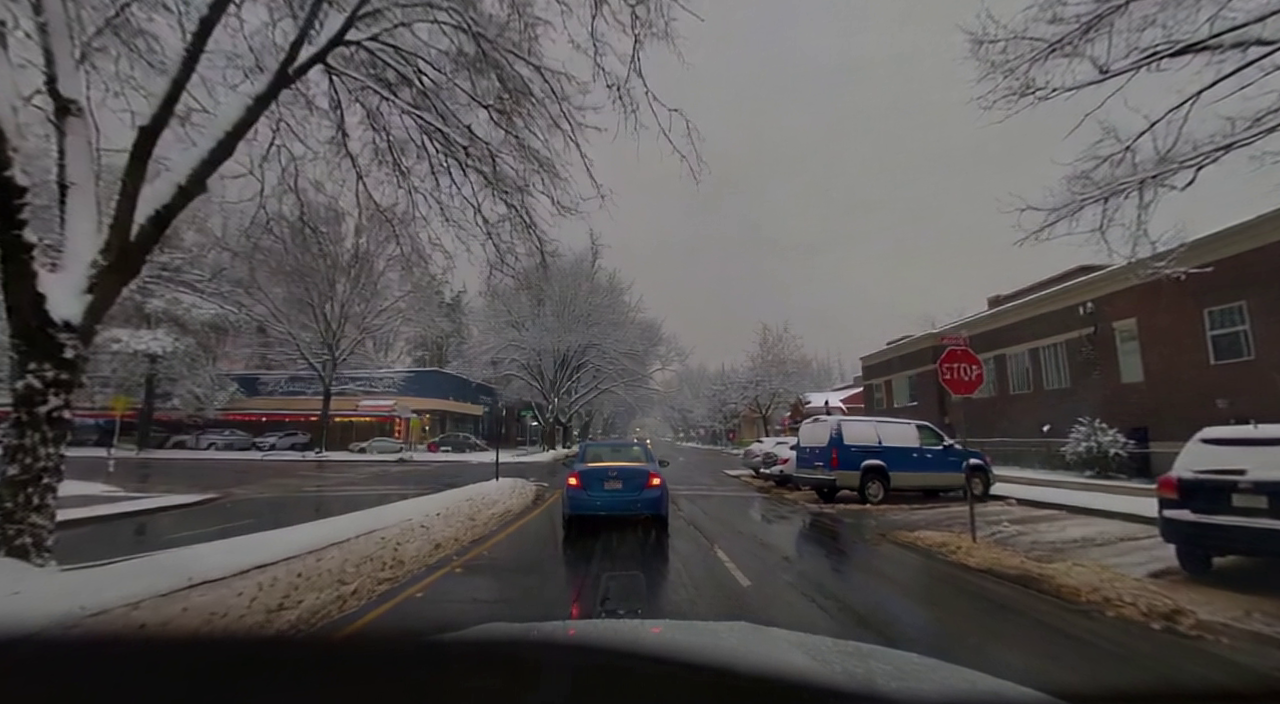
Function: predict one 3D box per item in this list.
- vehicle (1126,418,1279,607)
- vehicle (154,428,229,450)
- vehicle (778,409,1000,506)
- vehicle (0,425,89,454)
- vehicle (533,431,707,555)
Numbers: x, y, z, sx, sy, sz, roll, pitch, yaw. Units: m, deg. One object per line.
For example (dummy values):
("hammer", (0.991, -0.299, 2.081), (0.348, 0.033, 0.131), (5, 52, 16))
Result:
("vehicle", (7.298, 1.596, 6.765), (3.957, 1.650, 1.971), (6, -10, -33))
("vehicle", (-32.251, 6.274, 45.473), (3.915, 1.574, 1.850), (0, -9, 2))
("vehicle", (6.430, 2.675, 16.273), (5.385, 2.146, 2.143), (4, -10, -26))
("vehicle", (-32.189, 4.649, 33.404), (4.006, 1.491, 2.007), (1, -9, -5))
("vehicle", (-0.304, 2.023, 9.828), (2.065, 1.450, 4.522), (0, -9, -2))
